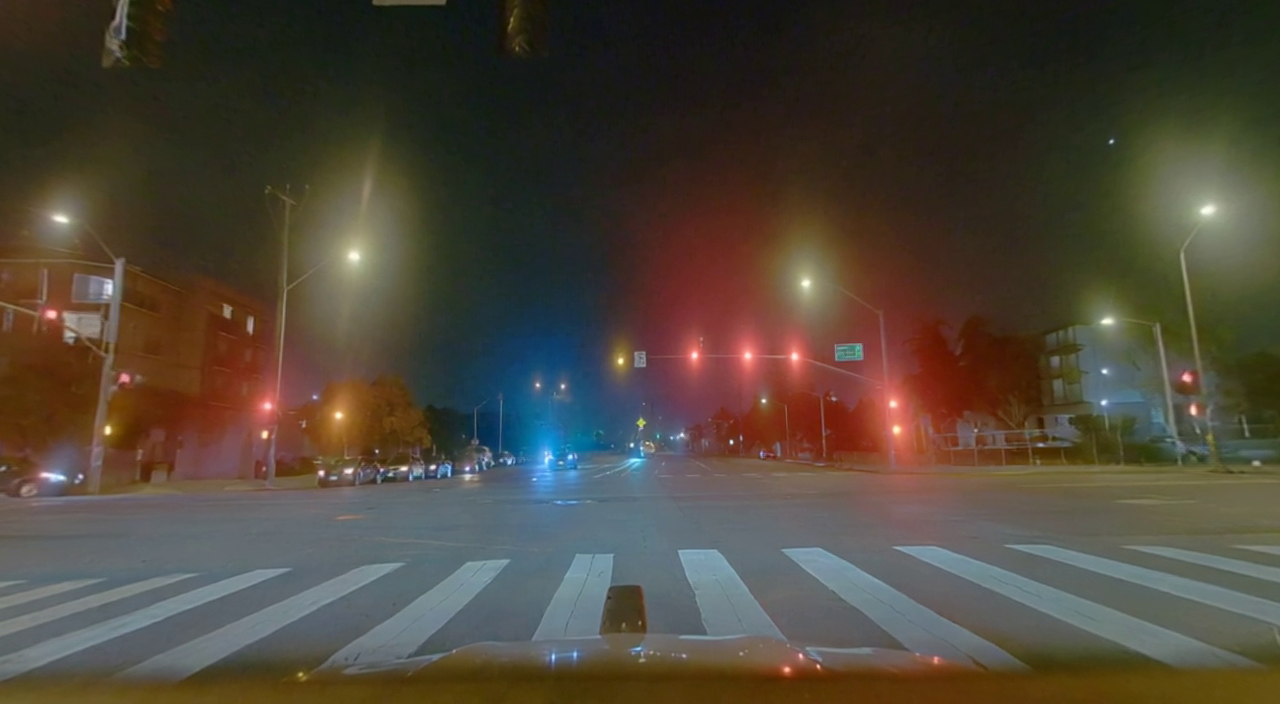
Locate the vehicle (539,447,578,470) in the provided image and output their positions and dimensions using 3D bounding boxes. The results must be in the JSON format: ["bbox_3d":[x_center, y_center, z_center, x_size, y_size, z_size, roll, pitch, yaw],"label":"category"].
[{"bbox_3d":[-5.621,7.435,43.929,2.154,1.501,4.416,0,-9,0],"label":"vehicle"}]

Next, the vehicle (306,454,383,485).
[{"bbox_3d":[-16.095,6.386,34.498,2.055,1.506,4.663,0,-9,-1],"label":"vehicle"}]

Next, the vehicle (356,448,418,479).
[{"bbox_3d":[-16.188,7.109,40.434,1.960,1.819,5.018,0,-9,-1],"label":"vehicle"}]
